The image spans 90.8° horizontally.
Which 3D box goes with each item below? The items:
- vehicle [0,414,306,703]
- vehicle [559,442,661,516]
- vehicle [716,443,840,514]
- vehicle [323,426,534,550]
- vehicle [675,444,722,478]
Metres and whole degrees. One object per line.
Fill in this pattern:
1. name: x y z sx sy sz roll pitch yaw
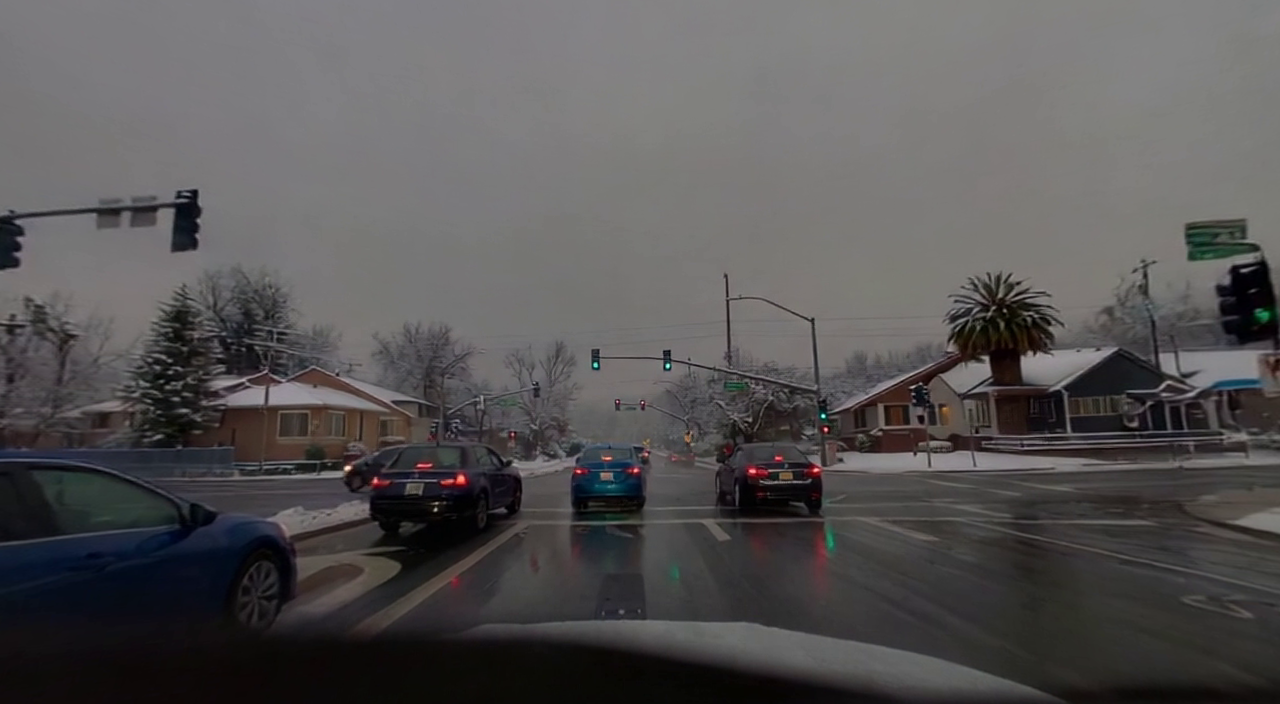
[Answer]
1. vehicle: -3.650 1.006 2.607 2.058 1.474 4.473 0 -8 0
2. vehicle: -0.610 2.898 14.940 2.104 1.500 3.815 0 -8 0
3. vehicle: 3.190 3.008 15.601 2.014 1.464 4.312 0 -8 -1
4. vehicle: -3.305 2.223 11.071 2.024 1.701 4.572 0 -8 1
5. vehicle: 2.921 5.573 32.557 1.956 1.615 4.205 0 -8 -1
